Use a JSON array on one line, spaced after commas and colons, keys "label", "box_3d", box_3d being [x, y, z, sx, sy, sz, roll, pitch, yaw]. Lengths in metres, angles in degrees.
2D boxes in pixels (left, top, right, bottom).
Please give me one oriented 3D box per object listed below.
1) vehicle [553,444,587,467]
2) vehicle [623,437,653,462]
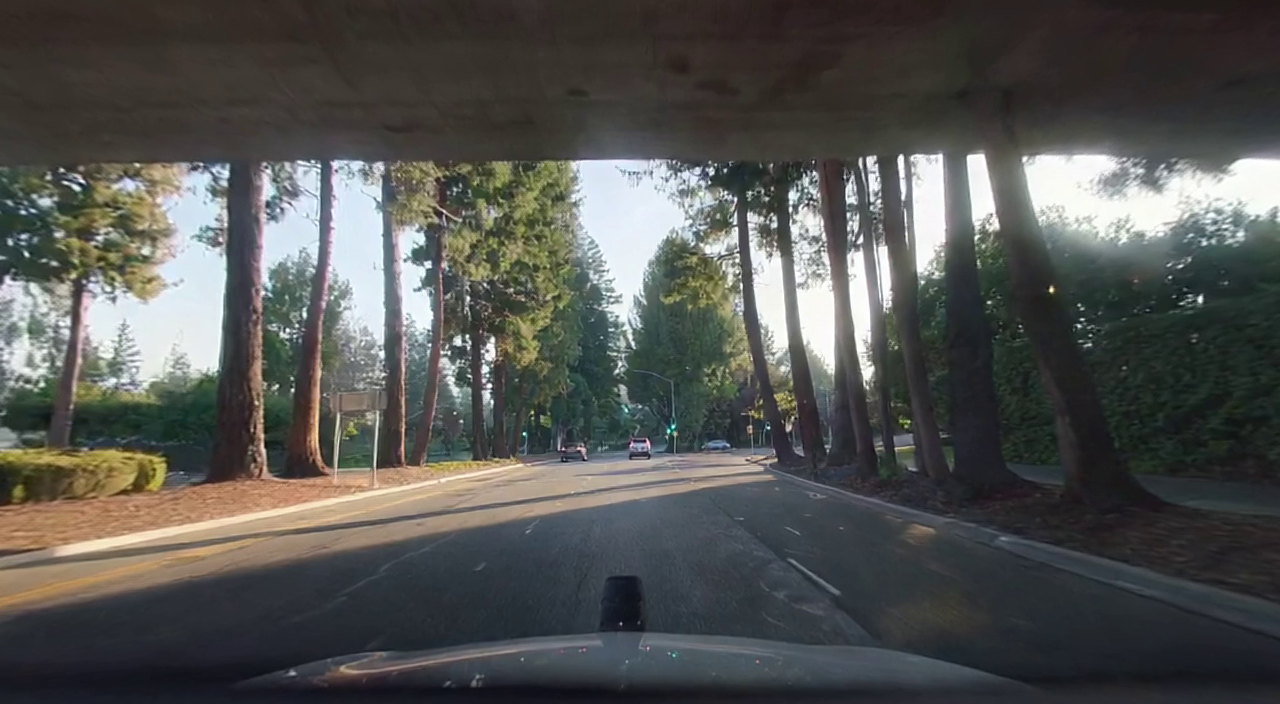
[{"label": "vehicle", "box_3d": [-4.478, 6.676, 40.833, 1.674, 1.408, 4.141, 0, -8, 1]}, {"label": "vehicle", "box_3d": [-0.218, 7.573, 49.019, 2.154, 1.820, 4.972, 0, -8, -2]}]
